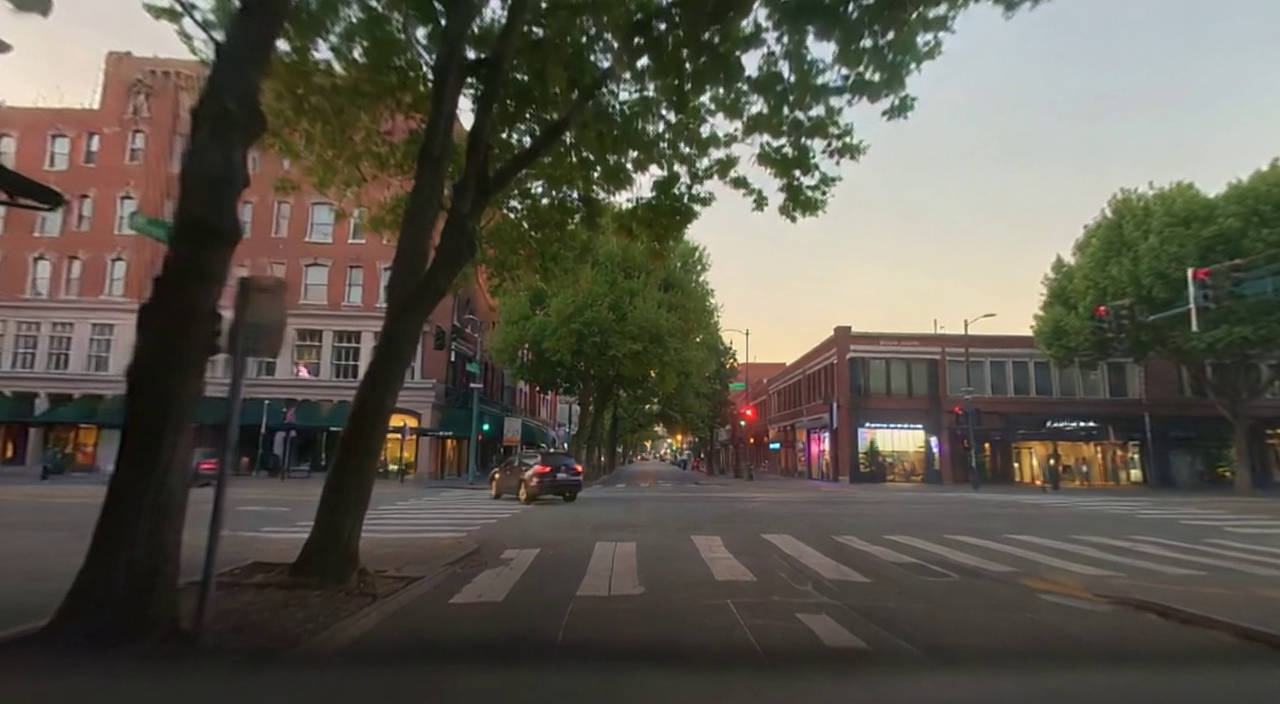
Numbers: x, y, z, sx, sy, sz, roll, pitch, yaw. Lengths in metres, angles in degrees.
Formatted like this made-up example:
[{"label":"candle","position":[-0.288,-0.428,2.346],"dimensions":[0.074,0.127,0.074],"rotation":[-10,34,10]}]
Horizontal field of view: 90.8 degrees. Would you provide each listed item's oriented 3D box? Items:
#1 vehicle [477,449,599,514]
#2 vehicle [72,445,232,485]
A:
[{"label":"vehicle","position":[-2.924,3.402,17.189],"dimensions":[2.106,1.482,4.459],"rotation":[4,-10,-25]},{"label":"vehicle","position":[-18.844,4.373,24.555],"dimensions":[4.627,1.468,1.871],"rotation":[-1,-9,0]}]
